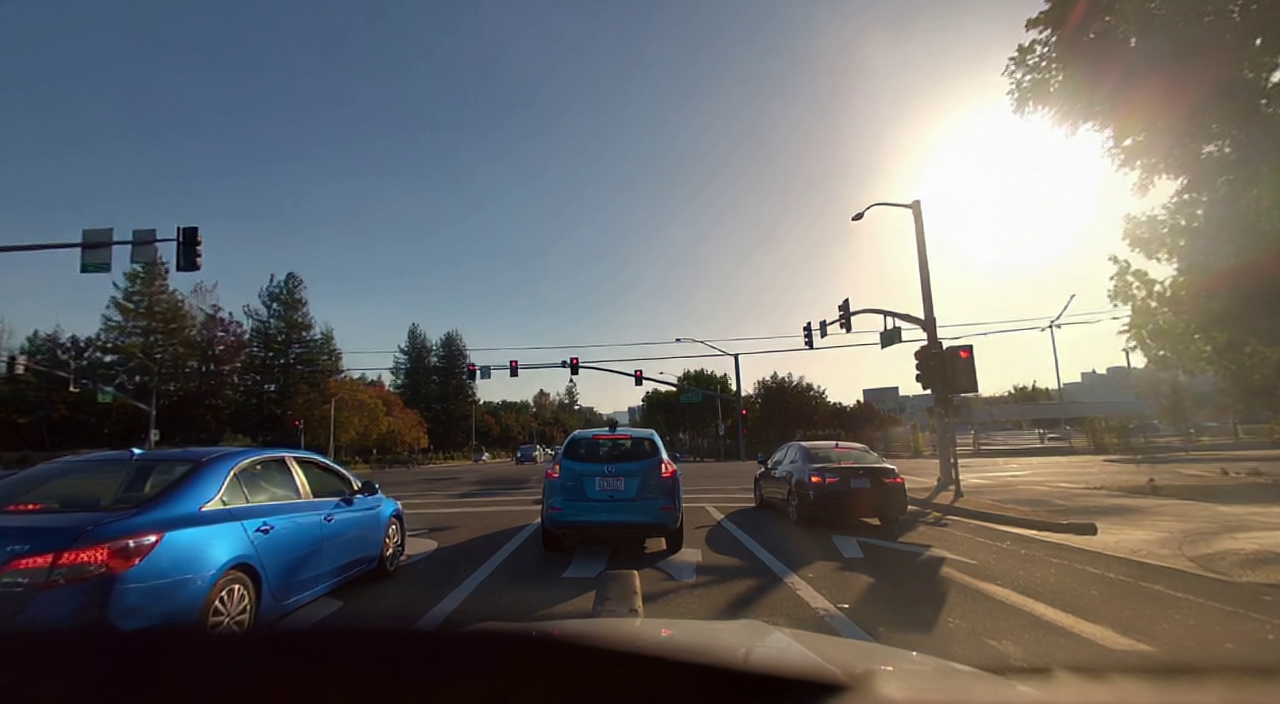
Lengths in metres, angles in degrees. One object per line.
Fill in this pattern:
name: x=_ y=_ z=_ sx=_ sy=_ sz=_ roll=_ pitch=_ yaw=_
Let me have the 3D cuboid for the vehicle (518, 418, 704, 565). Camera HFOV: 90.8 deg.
vehicle: x=-0.346 y=1.822 z=8.966 sx=2.038 sy=1.599 sz=3.844 roll=0 pitch=-8 yaw=-1

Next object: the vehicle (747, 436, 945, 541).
vehicle: x=3.275 y=2.259 z=11.164 sx=1.970 sy=1.449 sz=4.433 roll=0 pitch=-8 yaw=0

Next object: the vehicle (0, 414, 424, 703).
vehicle: x=-3.581 y=1.358 z=5.155 sx=2.052 sy=1.472 sz=4.479 roll=0 pitch=-8 yaw=0
